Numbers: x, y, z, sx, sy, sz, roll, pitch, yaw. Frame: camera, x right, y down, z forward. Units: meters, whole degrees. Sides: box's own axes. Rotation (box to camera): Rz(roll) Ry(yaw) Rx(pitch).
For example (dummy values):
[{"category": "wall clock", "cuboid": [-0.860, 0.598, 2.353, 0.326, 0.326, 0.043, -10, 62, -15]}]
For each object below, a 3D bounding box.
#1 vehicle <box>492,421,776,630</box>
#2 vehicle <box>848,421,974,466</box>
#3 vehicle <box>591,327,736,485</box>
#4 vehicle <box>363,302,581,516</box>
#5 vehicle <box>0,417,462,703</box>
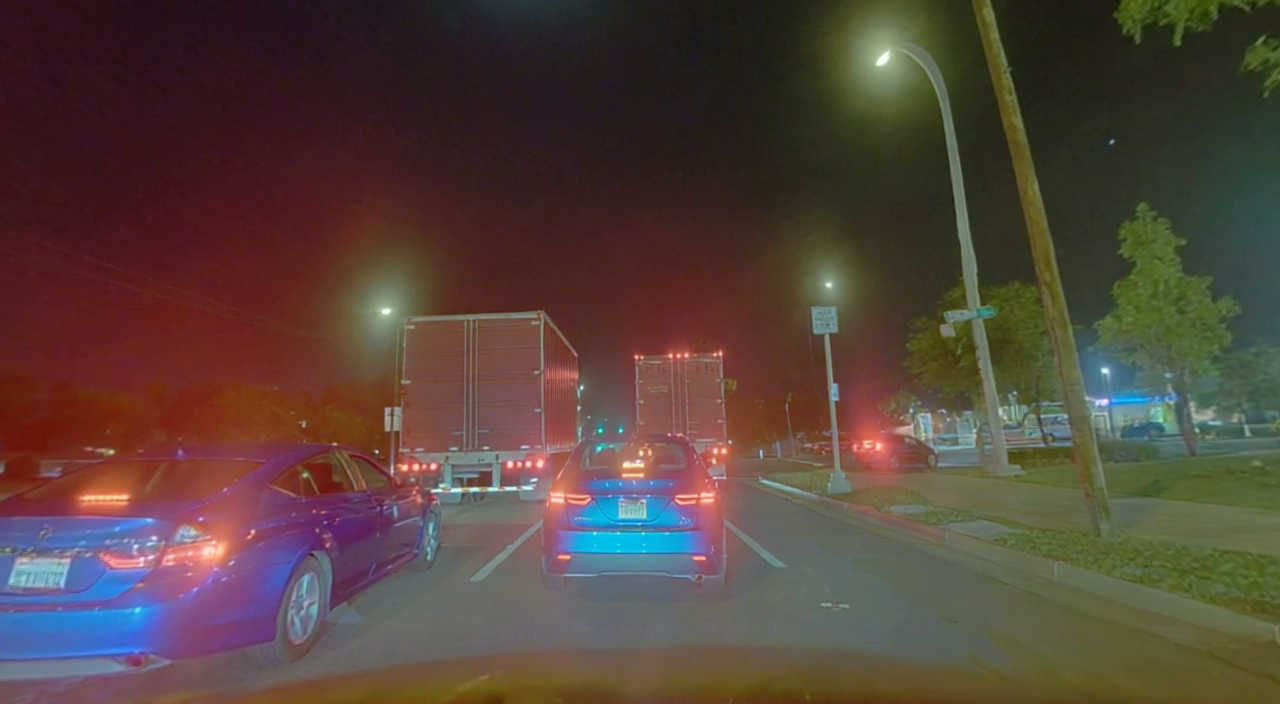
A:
[{"category": "vehicle", "cuboid": [-0.105, 1.571, 6.710, 2.067, 1.506, 4.118, 0, -8, -2]}, {"category": "vehicle", "cuboid": [12.137, 4.165, 28.378, 4.681, 1.713, 1.969, -3, -9, -1]}, {"category": "vehicle", "cuboid": [0.364, 1.398, 16.696, 2.803, 3.066, 8.341, -2, -5, -1]}, {"category": "vehicle", "cuboid": [-3.265, 1.487, 14.646, 3.020, 3.800, 7.105, 0, -8, 0]}, {"category": "vehicle", "cuboid": [-3.090, 1.373, 5.172, 1.969, 1.471, 4.378, 0, -8, 0]}]
